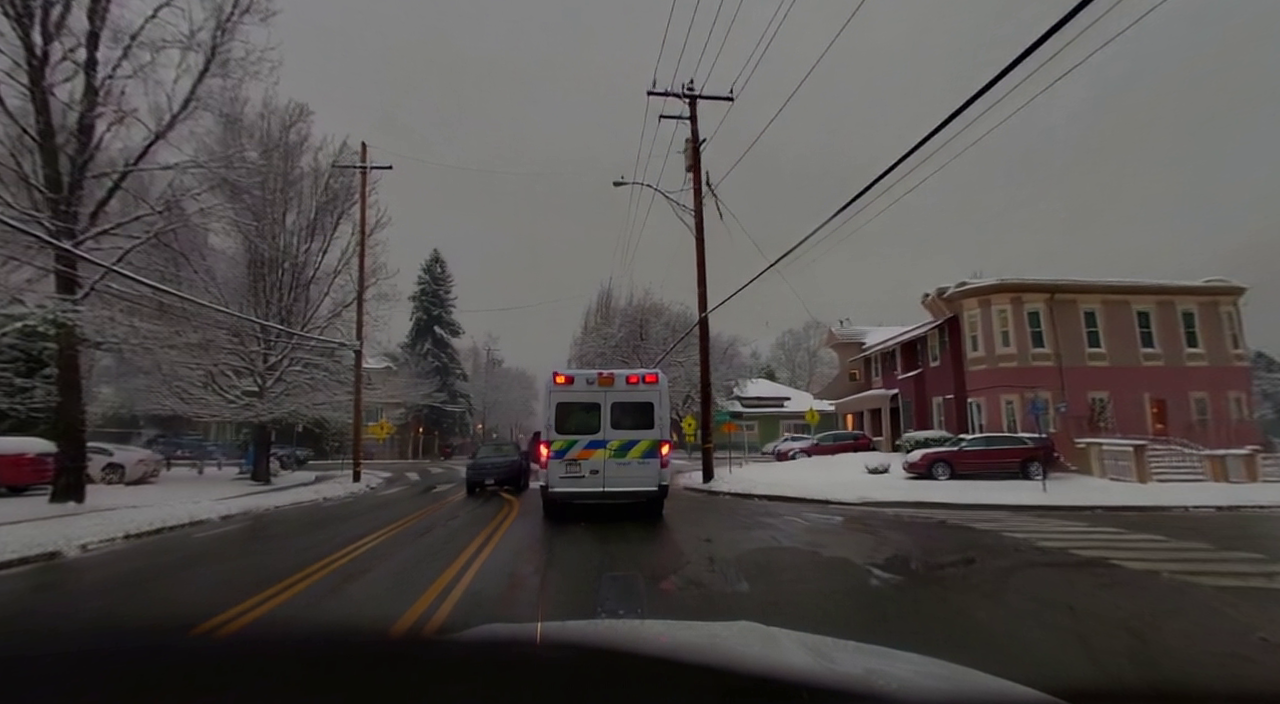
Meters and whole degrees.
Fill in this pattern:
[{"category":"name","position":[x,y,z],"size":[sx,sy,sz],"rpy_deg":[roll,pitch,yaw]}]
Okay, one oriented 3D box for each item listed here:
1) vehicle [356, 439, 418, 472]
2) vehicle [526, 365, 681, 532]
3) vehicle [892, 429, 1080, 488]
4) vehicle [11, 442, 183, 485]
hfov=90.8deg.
[{"category":"vehicle","position":[-14.877,6.010,36.944],"size":[2.290,1.776,4.947],"rpy_deg":[5,-10,-33]},{"category":"vehicle","position":[-0.618,1.919,12.845],"size":[2.444,2.640,5.482],"rpy_deg":[0,-8,-1]},{"category":"vehicle","position":[12.125,3.784,22.574],"size":[5.270,1.966,2.329],"rpy_deg":[-2,-9,9]},{"category":"vehicle","position":[-19.860,4.061,23.272],"size":[4.412,1.468,1.914],"rpy_deg":[0,-8,-4]}]
